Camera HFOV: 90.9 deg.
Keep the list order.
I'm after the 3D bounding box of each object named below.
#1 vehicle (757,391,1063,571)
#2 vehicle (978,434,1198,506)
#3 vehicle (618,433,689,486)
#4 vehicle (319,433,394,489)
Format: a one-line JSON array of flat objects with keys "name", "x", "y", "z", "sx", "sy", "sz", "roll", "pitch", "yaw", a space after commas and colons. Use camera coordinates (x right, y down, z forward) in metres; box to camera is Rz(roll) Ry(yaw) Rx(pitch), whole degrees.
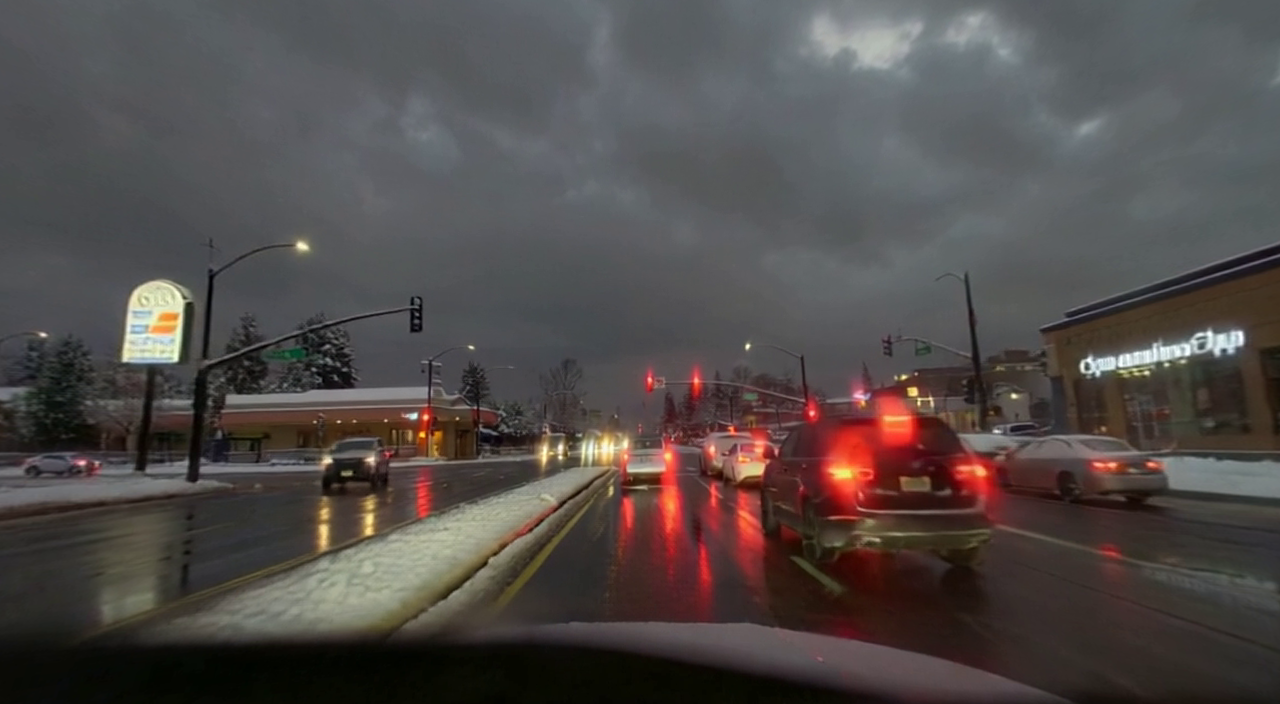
[{"name": "vehicle", "x": 3.162, "y": 1.648, "z": 8.840, "sx": 2.038, "sy": 1.787, "sz": 4.946, "roll": 0, "pitch": -8, "yaw": -1}, {"name": "vehicle", "x": 10.592, "y": 2.805, "z": 15.497, "sx": 1.881, "sy": 1.463, "sz": 4.726, "roll": 0, "pitch": -8, "yaw": -1}, {"name": "vehicle", "x": 0.361, "y": 3.404, "z": 20.237, "sx": 2.073, "sy": 1.496, "sz": 3.892, "roll": 0, "pitch": -8, "yaw": -1}, {"name": "vehicle", "x": -9.926, "y": 3.786, "z": 22.351, "sx": 2.106, "sy": 1.751, "sz": 4.554, "roll": 3, "pitch": -9, "yaw": -21}]
